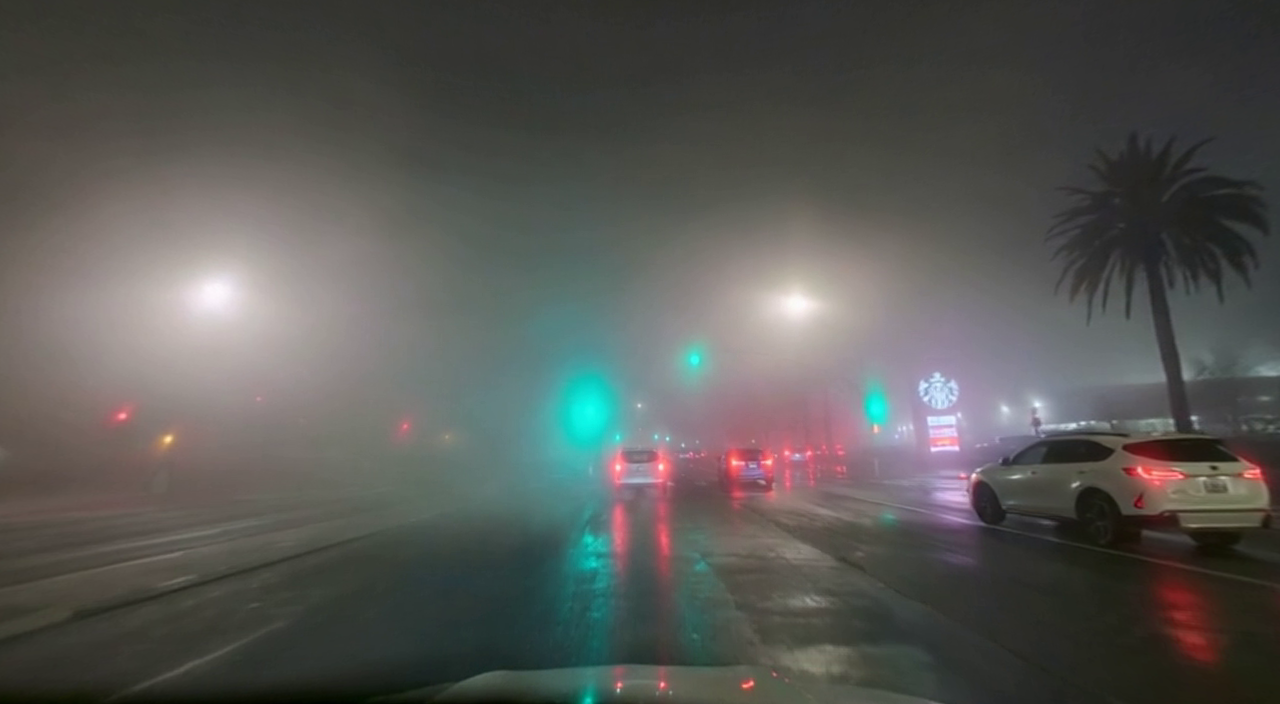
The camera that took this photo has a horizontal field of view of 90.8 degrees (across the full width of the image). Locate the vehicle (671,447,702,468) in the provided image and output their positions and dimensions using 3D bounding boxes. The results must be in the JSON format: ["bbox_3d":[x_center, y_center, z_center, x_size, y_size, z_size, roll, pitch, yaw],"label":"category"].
[{"bbox_3d":[3.567,8.233,49.500,2.012,1.570,4.600,0,-9,-1],"label":"vehicle"}]

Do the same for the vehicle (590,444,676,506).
[{"bbox_3d":[-0.190,3.304,17.457,2.110,1.487,3.873,0,-9,-1],"label":"vehicle"}]

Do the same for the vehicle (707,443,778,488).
[{"bbox_3d":[3.823,4.295,24.238,1.892,1.532,4.177,0,-9,-1],"label":"vehicle"}]

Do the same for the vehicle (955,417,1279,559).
[{"bbox_3d":[6.908,1.943,9.706,1.940,1.674,4.085,0,-9,-1],"label":"vehicle"}]
